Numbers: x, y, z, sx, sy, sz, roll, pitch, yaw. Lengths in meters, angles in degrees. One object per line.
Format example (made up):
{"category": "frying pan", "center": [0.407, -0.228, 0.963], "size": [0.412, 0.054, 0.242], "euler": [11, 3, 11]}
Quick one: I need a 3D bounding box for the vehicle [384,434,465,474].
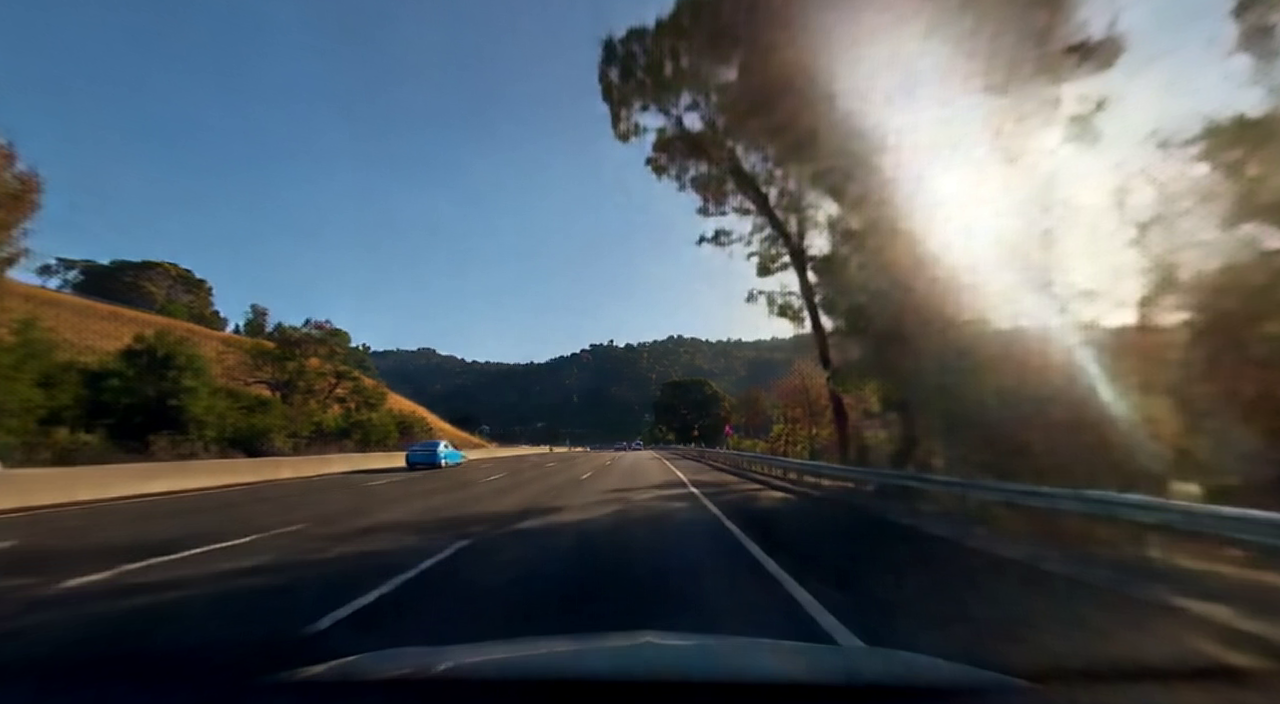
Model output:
{"category": "vehicle", "center": [-10.495, 5.008, 31.218], "size": [2.152, 1.753, 4.972], "euler": [0, -8, 2]}
